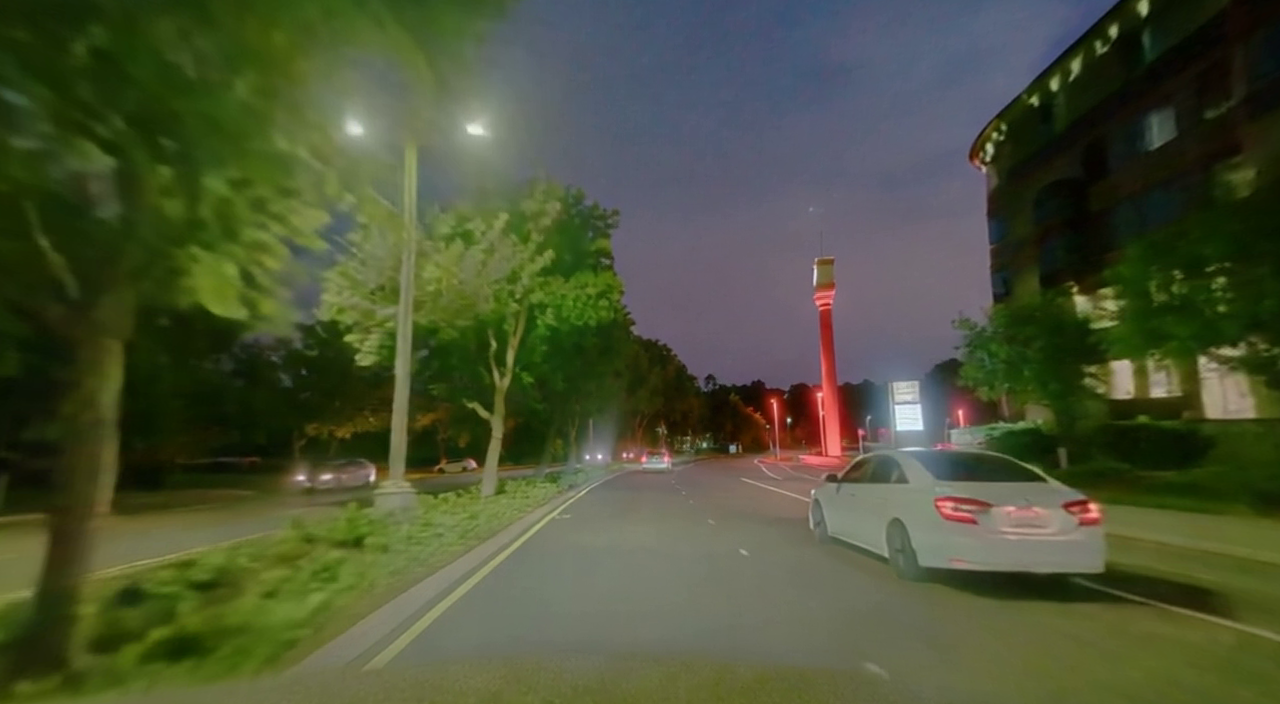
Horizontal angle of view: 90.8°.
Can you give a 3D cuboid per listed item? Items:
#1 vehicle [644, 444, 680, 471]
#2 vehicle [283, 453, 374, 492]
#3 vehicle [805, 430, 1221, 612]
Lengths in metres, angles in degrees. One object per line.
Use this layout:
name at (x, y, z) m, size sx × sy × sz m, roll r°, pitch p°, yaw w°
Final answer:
vehicle at (1.542, 7.091, 42.610) m, size 2.123 × 1.703 × 4.292 m, roll -1°, pitch -9°, yaw 6°
vehicle at (-14.452, 5.600, 29.640) m, size 1.910 × 1.667 × 4.290 m, roll -1°, pitch -9°, yaw 2°
vehicle at (3.756, 1.791, 7.753) m, size 2.132 × 1.497 × 4.827 m, roll 0°, pitch -9°, yaw 0°
